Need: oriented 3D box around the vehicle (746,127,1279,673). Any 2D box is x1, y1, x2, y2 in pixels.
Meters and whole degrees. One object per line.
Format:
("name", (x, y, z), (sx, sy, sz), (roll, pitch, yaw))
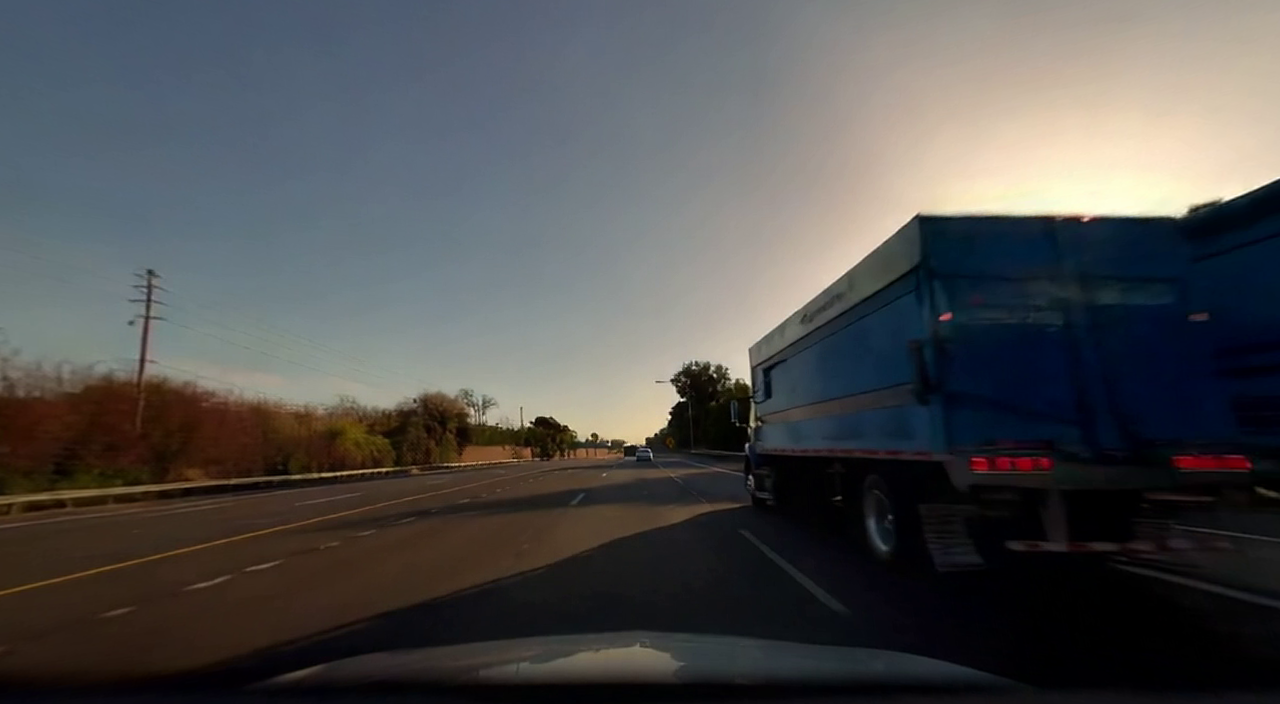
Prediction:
("vehicle", (3.513, 0.775, 7.669), (2.859, 3.332, 7.735), (0, -9, -1))
